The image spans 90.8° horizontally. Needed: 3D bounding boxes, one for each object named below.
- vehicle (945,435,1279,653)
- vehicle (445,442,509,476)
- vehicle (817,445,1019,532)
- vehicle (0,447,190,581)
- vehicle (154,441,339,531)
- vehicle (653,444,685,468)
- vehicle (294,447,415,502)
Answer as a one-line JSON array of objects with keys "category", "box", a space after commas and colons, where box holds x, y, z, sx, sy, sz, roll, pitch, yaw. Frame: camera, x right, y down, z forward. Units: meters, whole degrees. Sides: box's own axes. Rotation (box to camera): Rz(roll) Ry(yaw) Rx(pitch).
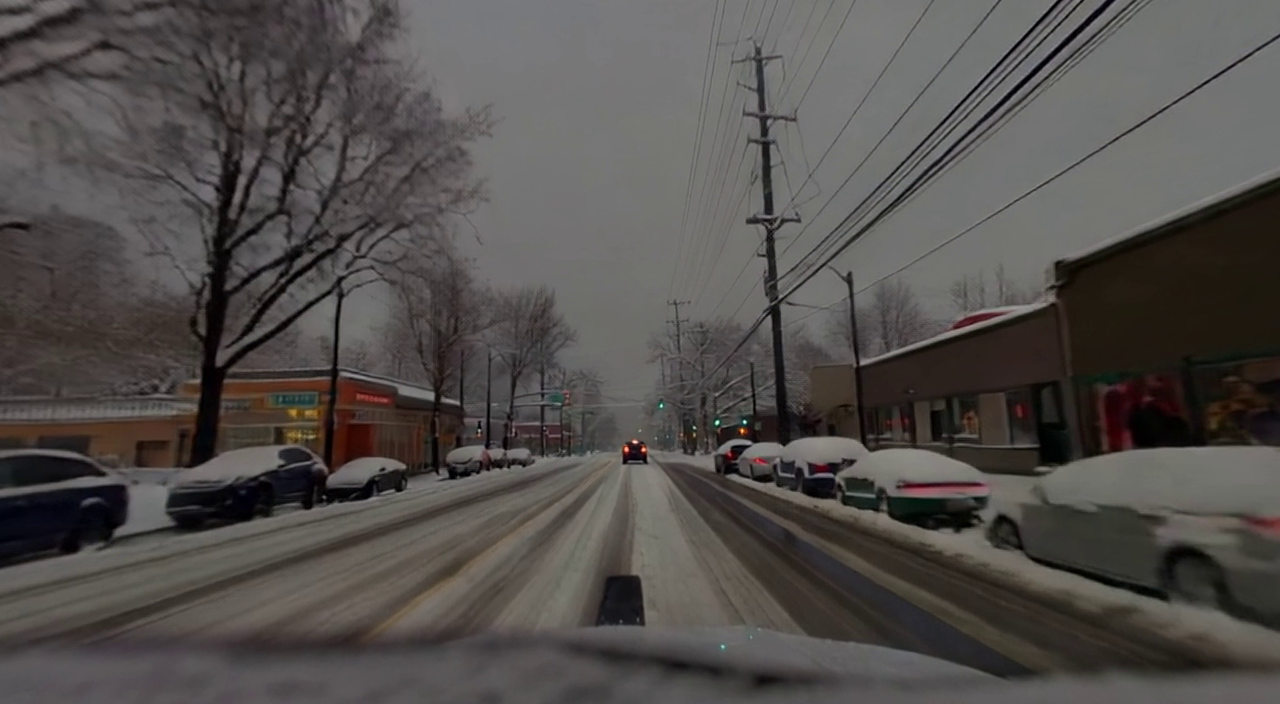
[{"category": "vehicle", "box": [5.428, 1.609, 6.263, 2.163, 1.484, 5.019, 0, -9, -2]}, {"category": "vehicle", "box": [-9.712, 6.456, 38.296, 2.305, 1.883, 5.580, -1, -9, 1]}, {"category": "vehicle", "box": [5.551, 2.757, 13.516, 2.089, 1.459, 4.930, 0, -8, 0]}, {"category": "vehicle", "box": [-9.857, 2.353, 9.483, 2.081, 1.819, 5.607, 0, -9, 0]}, {"category": "vehicle", "box": [-10.128, 3.419, 16.858, 2.020, 2.013, 4.758, 0, -9, -3]}, {"category": "vehicle", "box": [2.008, 7.323, 44.768, 1.998, 1.580, 4.015, 0, -9, -1]}, {"category": "vehicle", "box": [-10.125, 4.345, 23.017, 1.988, 1.718, 5.661, 0, -9, -2]}]
